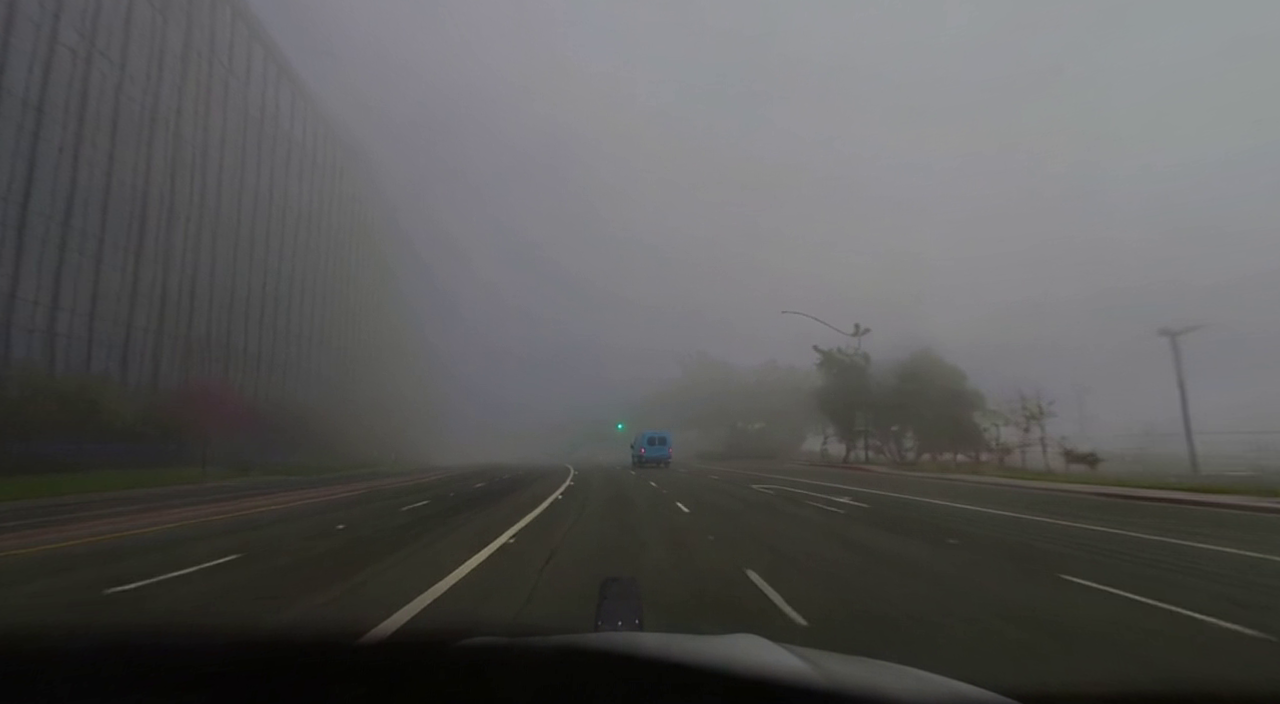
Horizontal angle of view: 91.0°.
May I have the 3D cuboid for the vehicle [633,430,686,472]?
[{"bbox_3d":[1.012,5.723,36.526,2.339,2.244,4.817,1,-9,-7],"label":"vehicle"}]
